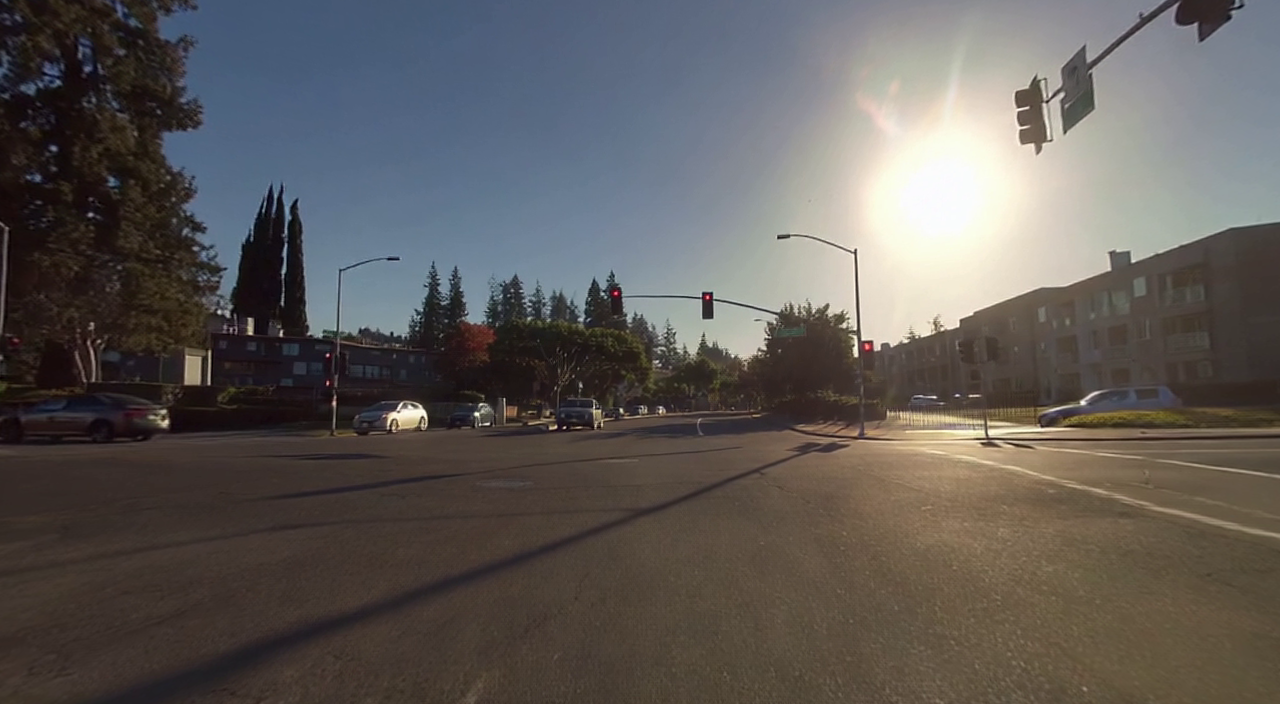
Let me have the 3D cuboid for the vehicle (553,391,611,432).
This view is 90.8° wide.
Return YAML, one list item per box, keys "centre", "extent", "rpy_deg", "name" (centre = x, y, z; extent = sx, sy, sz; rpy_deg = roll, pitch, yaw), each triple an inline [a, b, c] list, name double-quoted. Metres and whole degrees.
- centre: [-3.085, 3.376, 34.889]
  extent: [2.306, 1.907, 5.382]
  rpy_deg: [-1, -9, 5]
  name: "vehicle"

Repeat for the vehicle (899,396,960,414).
- centre: [22.457, 4.154, 49.124]
  extent: [3.933, 1.219, 1.700]
  rpy_deg: [0, -9, 4]
  name: "vehicle"

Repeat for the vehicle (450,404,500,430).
- centre: [-10.885, 4.396, 42.065]
  extent: [1.899, 1.510, 4.294]
  rpy_deg: [-1, -9, 5]
  name: "vehicle"

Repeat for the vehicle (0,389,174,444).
- centre: [-18.593, 2.201, 21.159]
  extent: [4.445, 1.723, 2.007]
  rpy_deg: [-1, -9, 4]
  name: "vehicle"

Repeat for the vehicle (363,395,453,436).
- centre: [-12.222, 3.470, 33.664]
  extent: [2.340, 1.902, 4.920]
  rpy_deg: [-2, -9, 9]
  name: "vehicle"
